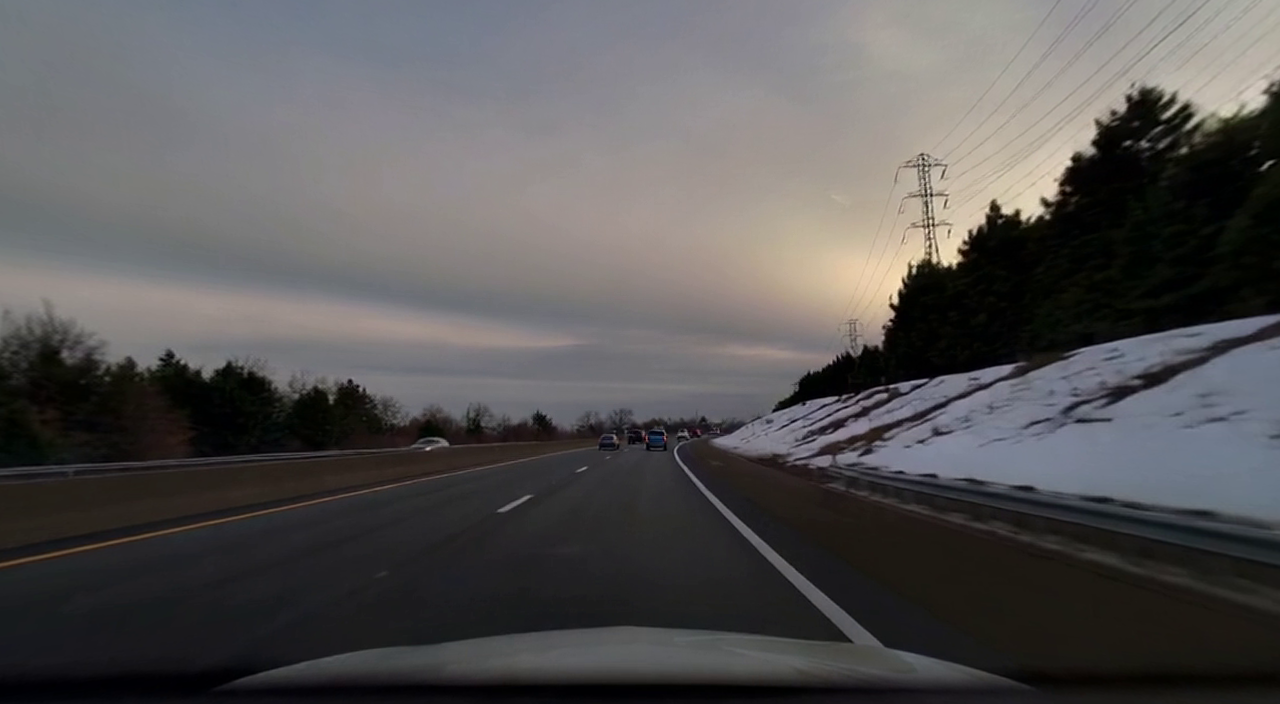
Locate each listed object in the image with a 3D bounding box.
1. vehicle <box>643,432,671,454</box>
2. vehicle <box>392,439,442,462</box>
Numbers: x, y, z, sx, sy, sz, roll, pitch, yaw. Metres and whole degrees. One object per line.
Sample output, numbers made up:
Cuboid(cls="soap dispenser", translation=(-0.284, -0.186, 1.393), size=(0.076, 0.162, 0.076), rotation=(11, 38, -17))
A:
Cuboid(cls="vehicle", translation=(1.356, 6.913, 47.928), size=(2.077, 1.523, 4.206), rotation=(0, -8, 3))
Cuboid(cls="vehicle", translation=(-16.843, 7.426, 47.707), size=(1.925, 1.628, 4.630), rotation=(0, -8, 2))
